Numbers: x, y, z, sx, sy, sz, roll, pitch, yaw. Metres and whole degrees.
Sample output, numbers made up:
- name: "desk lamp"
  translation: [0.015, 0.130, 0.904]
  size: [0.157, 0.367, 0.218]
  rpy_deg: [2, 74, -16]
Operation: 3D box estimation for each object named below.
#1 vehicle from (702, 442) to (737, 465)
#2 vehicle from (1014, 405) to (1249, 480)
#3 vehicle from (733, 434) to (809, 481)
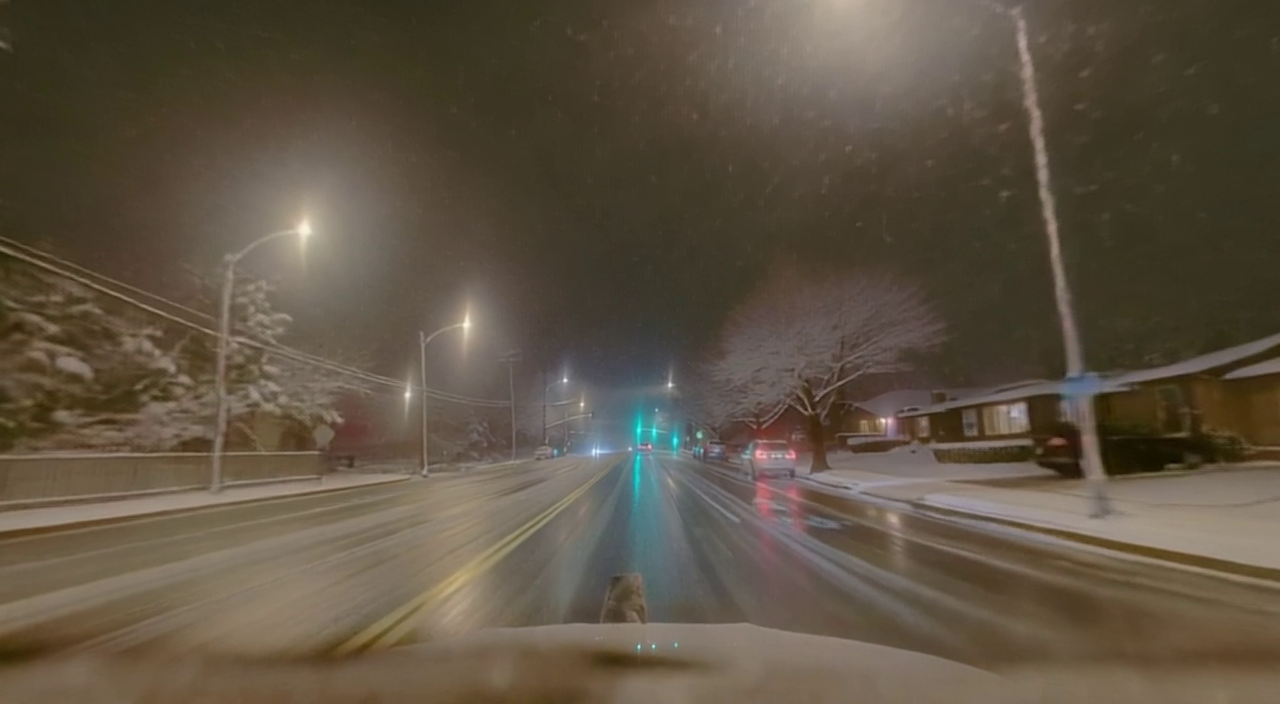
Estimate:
- name: "vehicle"
  translation: [5.560, 7.140, 44.357]
  size: [1.851, 1.487, 4.566]
  rpy_deg: [0, -9, -1]
- name: "vehicle"
  translation: [13.400, 2.481, 17.328]
  size: [4.674, 1.557, 2.288]
  rpy_deg: [-4, -8, -7]
- name: "vehicle"
  translation: [5.277, 4.336, 26.002]
  size: [2.140, 1.739, 4.721]
  rpy_deg: [0, -9, 0]
